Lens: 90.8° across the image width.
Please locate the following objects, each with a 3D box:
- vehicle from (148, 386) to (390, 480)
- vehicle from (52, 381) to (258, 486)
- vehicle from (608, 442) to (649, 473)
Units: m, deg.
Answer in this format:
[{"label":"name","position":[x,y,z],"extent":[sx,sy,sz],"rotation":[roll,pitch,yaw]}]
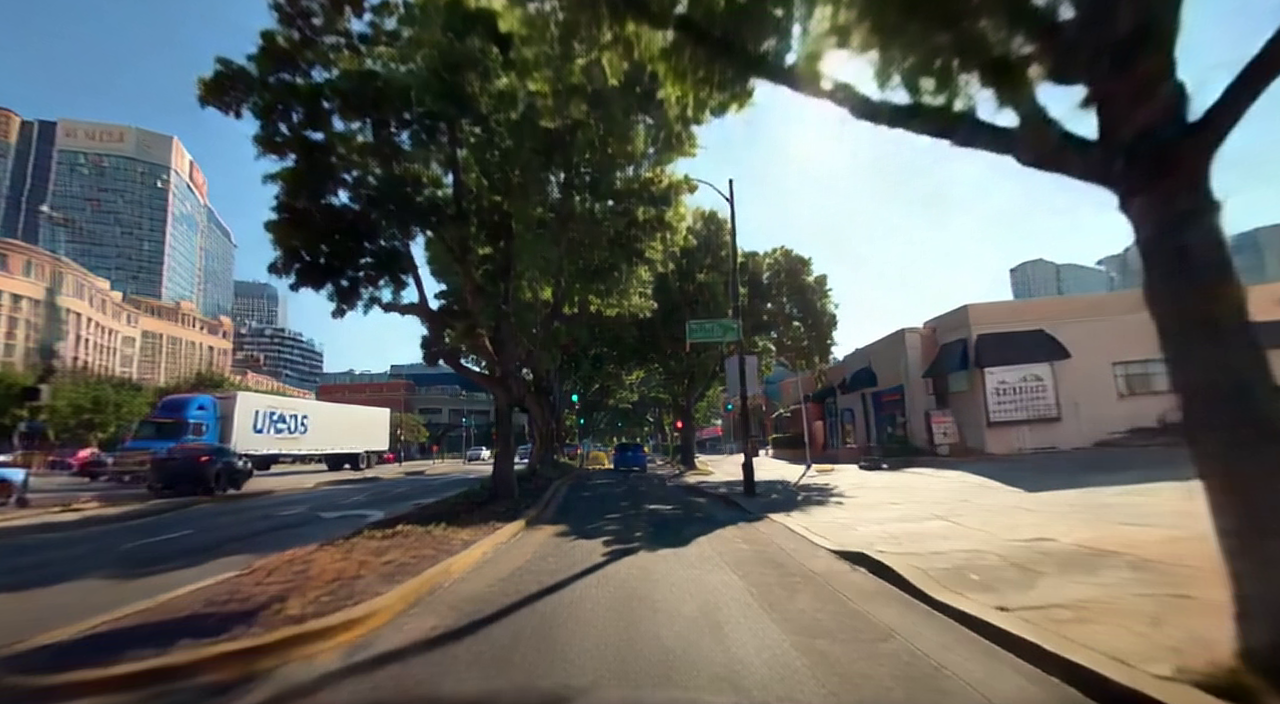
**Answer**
[{"label":"vehicle","position":[-18.513,4.369,33.264],"extent":[2.792,4.025,11.784],"rotation":[-3,-9,19]},{"label":"vehicle","position":[-20.530,3.571,27.299],"extent":[3.045,3.961,6.104],"rotation":[-2,-9,17]},{"label":"vehicle","position":[-0.536,5.410,32.575],"extent":[2.006,1.470,3.799],"rotation":[0,-8,1]}]
